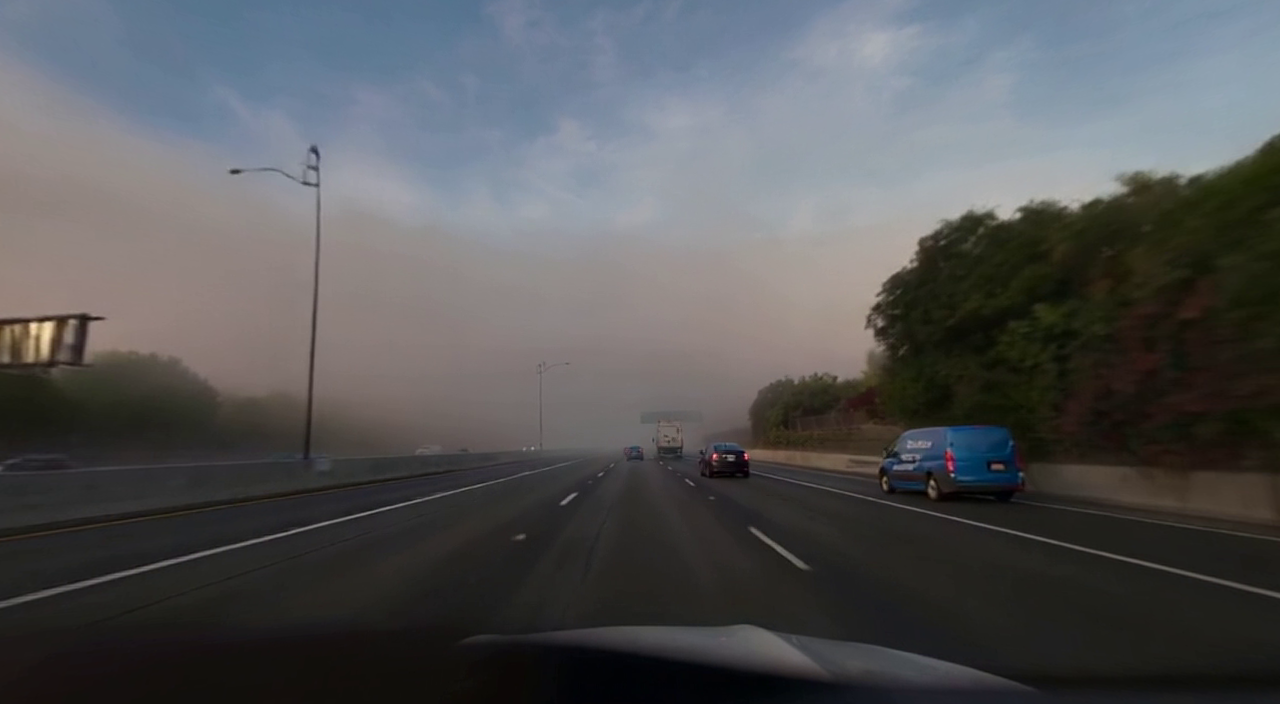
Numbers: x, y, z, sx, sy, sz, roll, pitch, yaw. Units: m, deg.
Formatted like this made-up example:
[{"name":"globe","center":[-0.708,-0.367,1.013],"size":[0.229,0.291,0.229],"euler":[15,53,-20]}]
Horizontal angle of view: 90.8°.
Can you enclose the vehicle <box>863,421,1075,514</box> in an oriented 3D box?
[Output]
[{"name":"vehicle","center":[7.406,2.658,15.032],"size":[2.266,1.799,4.947],"euler":[0,-9,-1]}]

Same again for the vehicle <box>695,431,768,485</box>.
[{"name":"vehicle","center":[3.494,4.166,25.132],"size":[2.035,1.931,4.841],"euler":[0,-9,-2]}]
